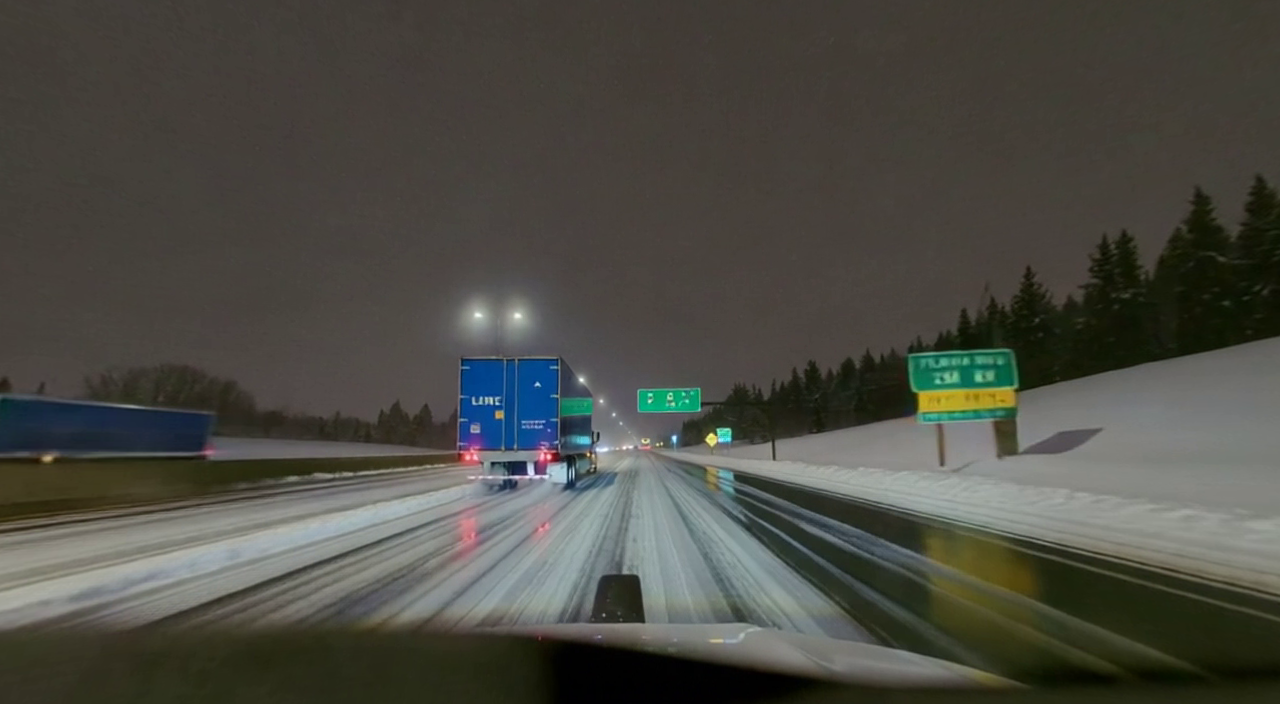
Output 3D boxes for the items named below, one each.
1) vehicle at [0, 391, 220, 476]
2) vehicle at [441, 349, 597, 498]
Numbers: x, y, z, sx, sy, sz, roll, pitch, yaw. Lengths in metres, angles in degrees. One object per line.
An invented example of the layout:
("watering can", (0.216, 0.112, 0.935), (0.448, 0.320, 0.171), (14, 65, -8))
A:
("vehicle", (-32.050, 4.981, 37.151), (2.915, 4.008, 16.819), (0, -9, 0))
("vehicle", (-3.570, 2.707, 22.274), (3.059, 3.956, 11.036), (0, -9, 1))
